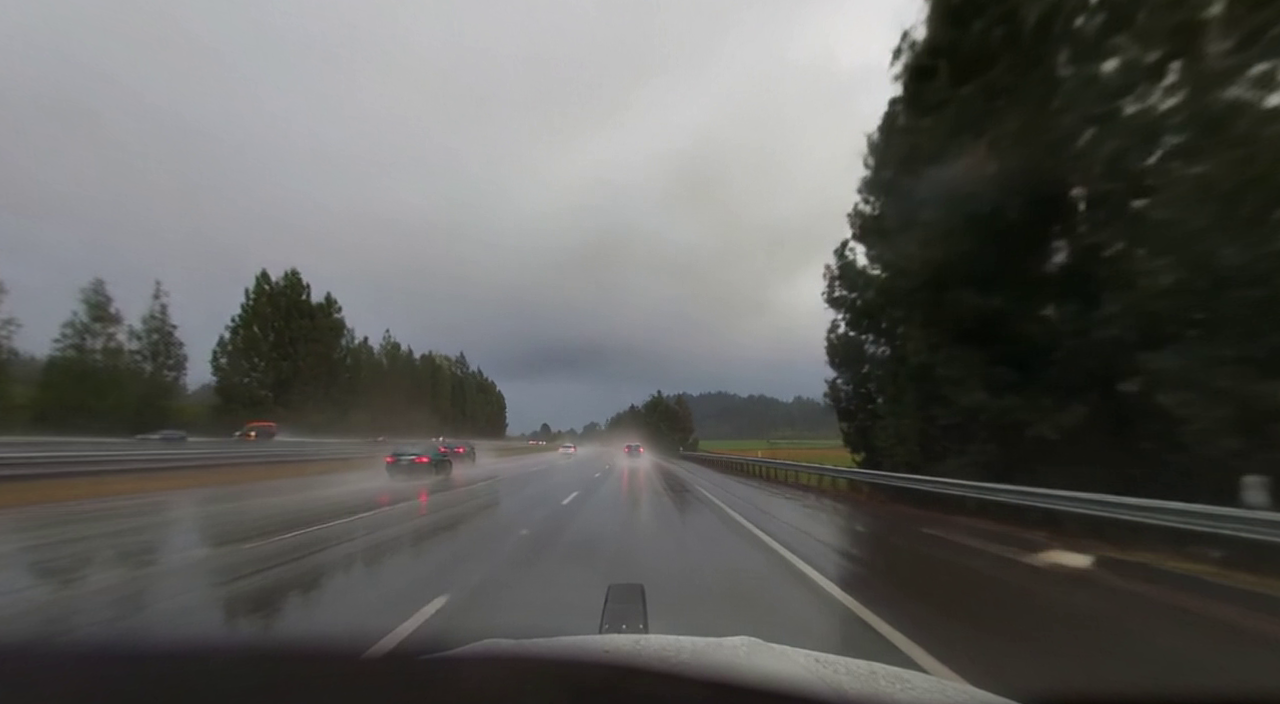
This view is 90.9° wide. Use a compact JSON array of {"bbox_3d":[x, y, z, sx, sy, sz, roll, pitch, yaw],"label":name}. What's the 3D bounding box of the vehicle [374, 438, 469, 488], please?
[{"bbox_3d":[-7.567,3.853,22.264,1.972,1.603,3.891,0,-8,0],"label":"vehicle"}]
